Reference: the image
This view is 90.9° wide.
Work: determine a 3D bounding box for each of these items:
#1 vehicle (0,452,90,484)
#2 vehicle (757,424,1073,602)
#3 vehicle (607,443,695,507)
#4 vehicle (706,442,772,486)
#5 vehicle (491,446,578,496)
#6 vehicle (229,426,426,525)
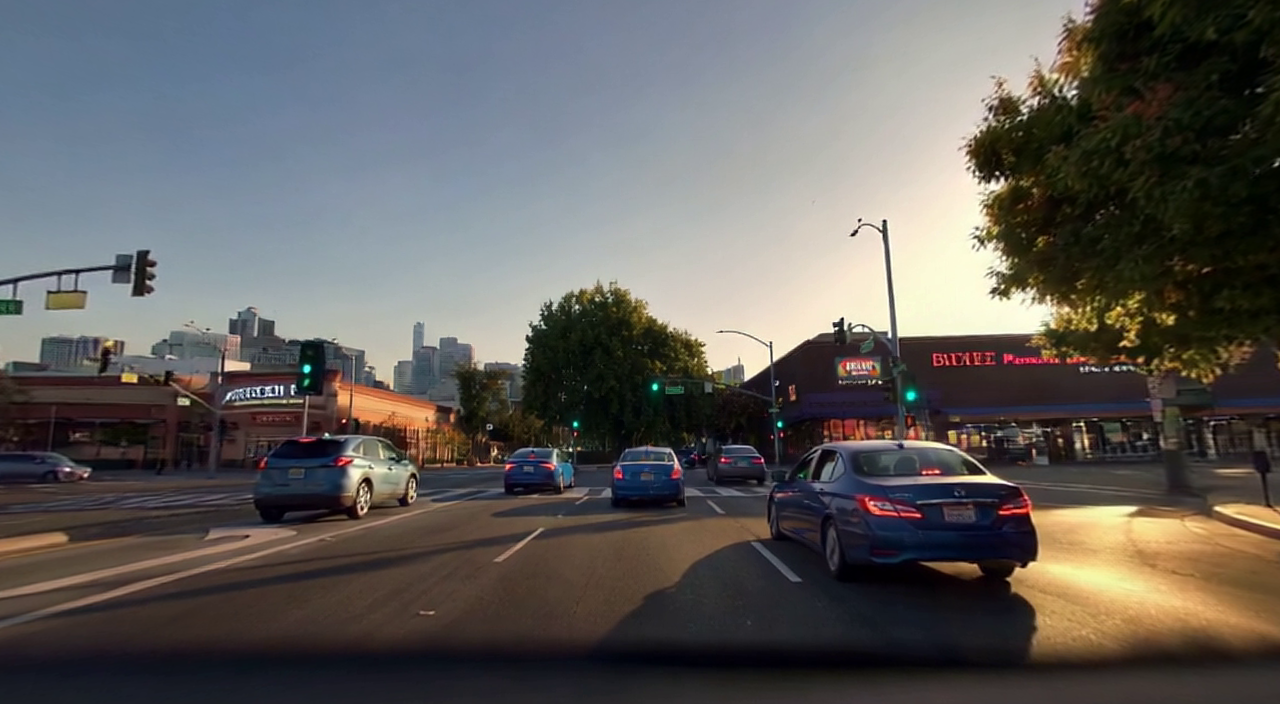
[{"bbox_3d":[-30.247,5.705,31.115,4.315,1.485,1.822,0,-8,-2],"label":"vehicle"},{"bbox_3d":[2.761,1.698,7.562,1.946,1.513,4.133,0,-8,1],"label":"vehicle"},{"bbox_3d":[0.288,3.208,16.946,2.070,1.460,4.118,0,-8,1],"label":"vehicle"},{"bbox_3d":[3.777,4.337,24.699,1.931,1.552,4.125,0,-8,0],"label":"vehicle"},{"bbox_3d":[-3.373,3.894,21.123,2.040,1.471,4.211,-1,-8,2],"label":"vehicle"},{"bbox_3d":[-6.568,2.622,13.970,2.058,1.804,4.391,0,-8,0],"label":"vehicle"}]
